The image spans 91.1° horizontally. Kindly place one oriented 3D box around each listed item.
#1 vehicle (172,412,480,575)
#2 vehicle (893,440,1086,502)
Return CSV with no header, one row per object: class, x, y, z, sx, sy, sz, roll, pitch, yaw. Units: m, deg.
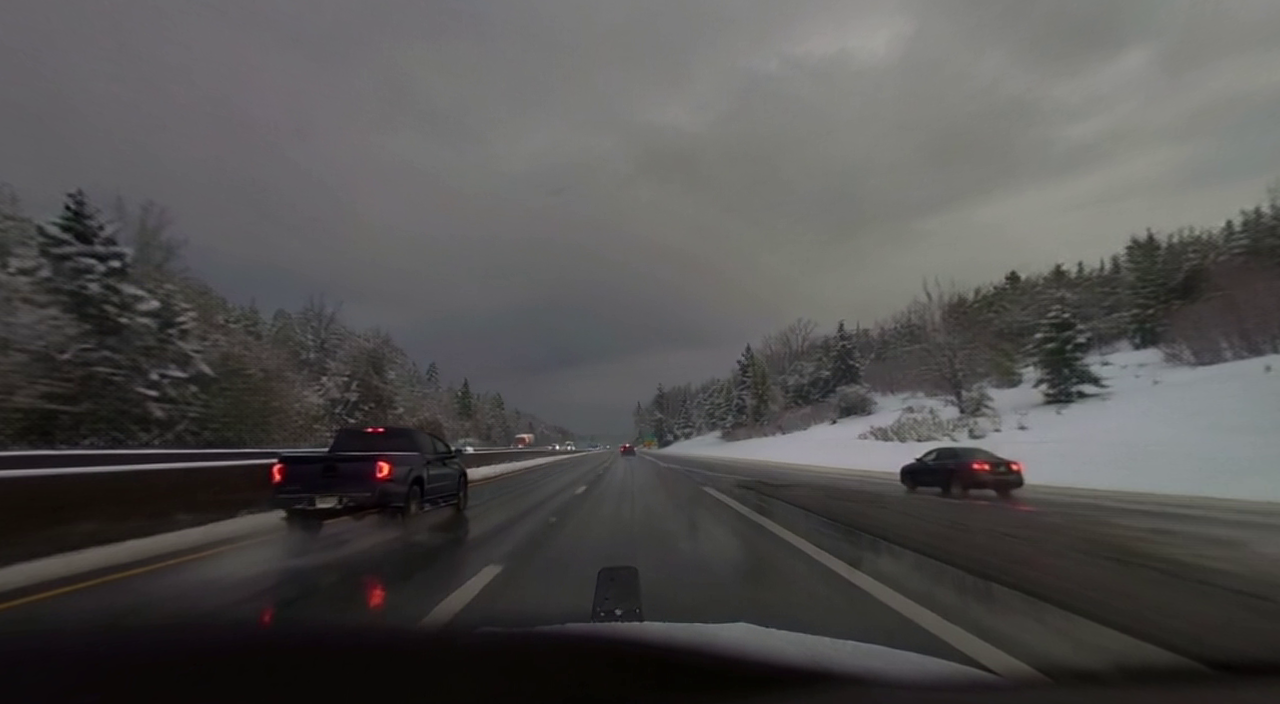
vehicle,-3.934,1.854,9.006,2.111,1.717,4.426,0,-9,0
vehicle,10.070,3.426,18.649,2.117,1.558,4.736,2,-9,-18
